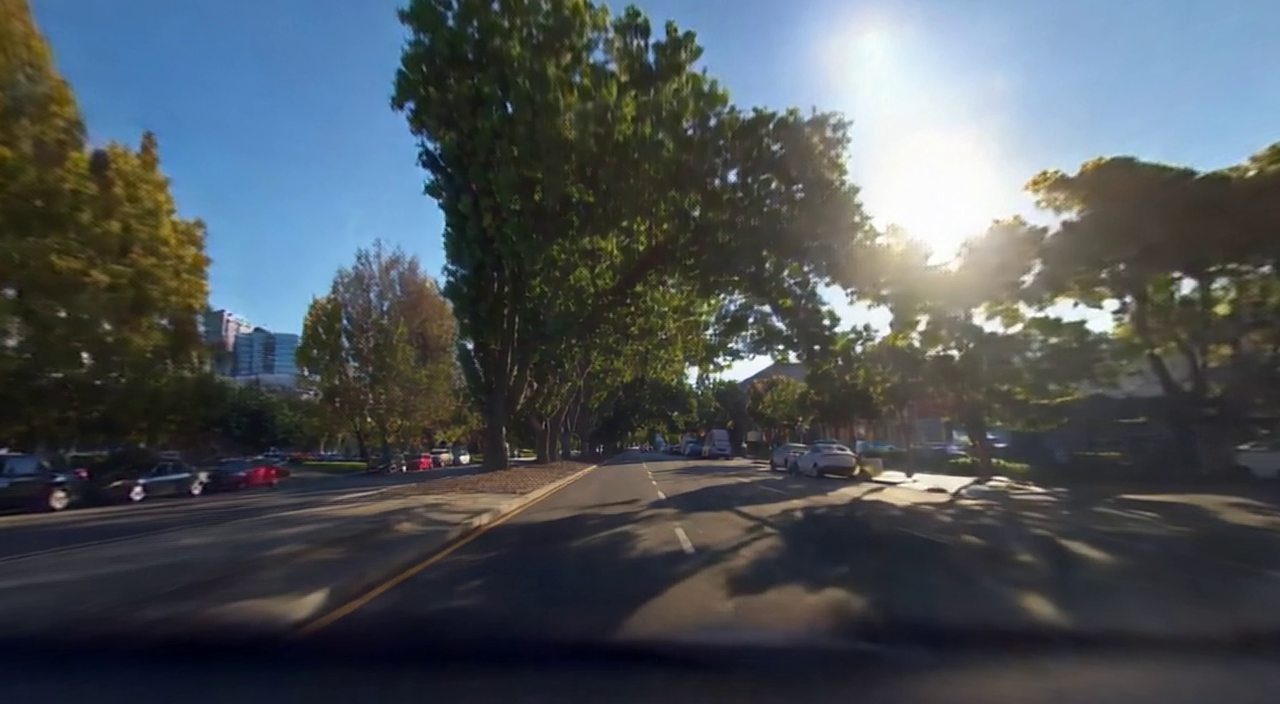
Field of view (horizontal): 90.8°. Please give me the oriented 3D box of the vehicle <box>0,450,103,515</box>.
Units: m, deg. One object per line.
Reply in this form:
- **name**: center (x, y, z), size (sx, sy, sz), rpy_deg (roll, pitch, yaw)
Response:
- **vehicle**: center (-20.112, 3.969, 19.283), size (2.208, 1.882, 5.826), rpy_deg (-1, -9, 2)

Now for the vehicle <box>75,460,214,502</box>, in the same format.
- **vehicle**: center (-19.841, 5.152, 25.626), size (1.795, 1.452, 4.718), rpy_deg (0, -9, 1)

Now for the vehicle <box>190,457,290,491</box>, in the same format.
- **vehicle**: center (-19.809, 6.031, 31.565), size (1.840, 1.464, 4.781), rpy_deg (0, -9, 1)

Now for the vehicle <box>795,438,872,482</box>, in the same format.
- **vehicle**: center (9.030, 5.076, 29.848), size (1.994, 1.738, 4.622), rpy_deg (5, -9, -2)
